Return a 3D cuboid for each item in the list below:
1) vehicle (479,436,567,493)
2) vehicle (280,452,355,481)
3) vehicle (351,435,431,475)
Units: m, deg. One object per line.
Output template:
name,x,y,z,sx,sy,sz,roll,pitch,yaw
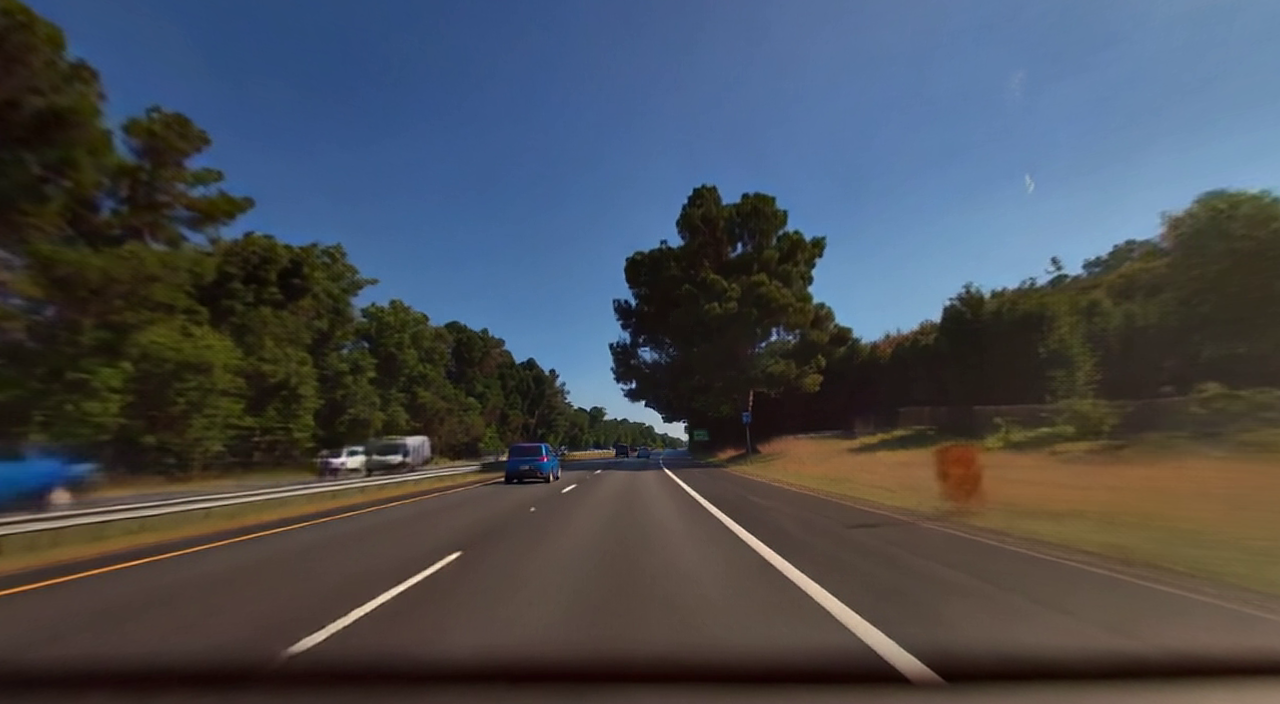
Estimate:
vehicle,-3.843,3.783,21.645,2.110,1.727,4.607,0,-8,1
vehicle,-17.218,6.106,33.929,1.773,1.434,4.302,0,-9,0
vehicle,-13.230,5.523,33.966,2.113,1.950,5.131,0,-8,1
